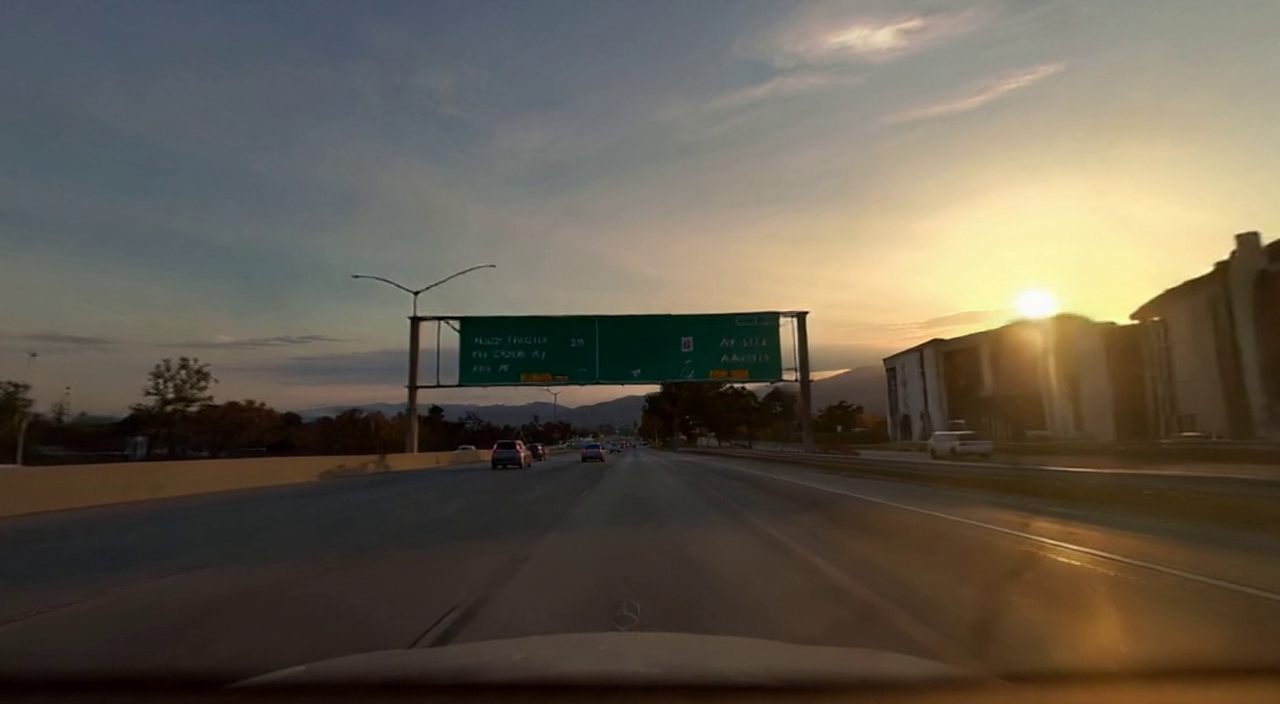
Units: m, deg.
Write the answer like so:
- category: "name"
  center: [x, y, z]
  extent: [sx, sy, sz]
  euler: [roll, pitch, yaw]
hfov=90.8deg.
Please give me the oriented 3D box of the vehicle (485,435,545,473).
- category: "vehicle"
  center: [-6.329, 5.219, 32.464]
  extent: [2.015, 1.762, 4.790]
  euler: [0, -8, 1]

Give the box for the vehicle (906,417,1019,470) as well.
- category: "vehicle"
  center: [19.677, 5.705, 39.133]
  extent: [2.873, 2.907, 6.459]
  euler: [2, -9, -8]

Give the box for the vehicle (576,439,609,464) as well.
- category: "vehicle"
  center: [-3.344, 7.072, 45.106]
  extent: [2.027, 1.697, 4.307]
  euler: [0, -8, 1]
